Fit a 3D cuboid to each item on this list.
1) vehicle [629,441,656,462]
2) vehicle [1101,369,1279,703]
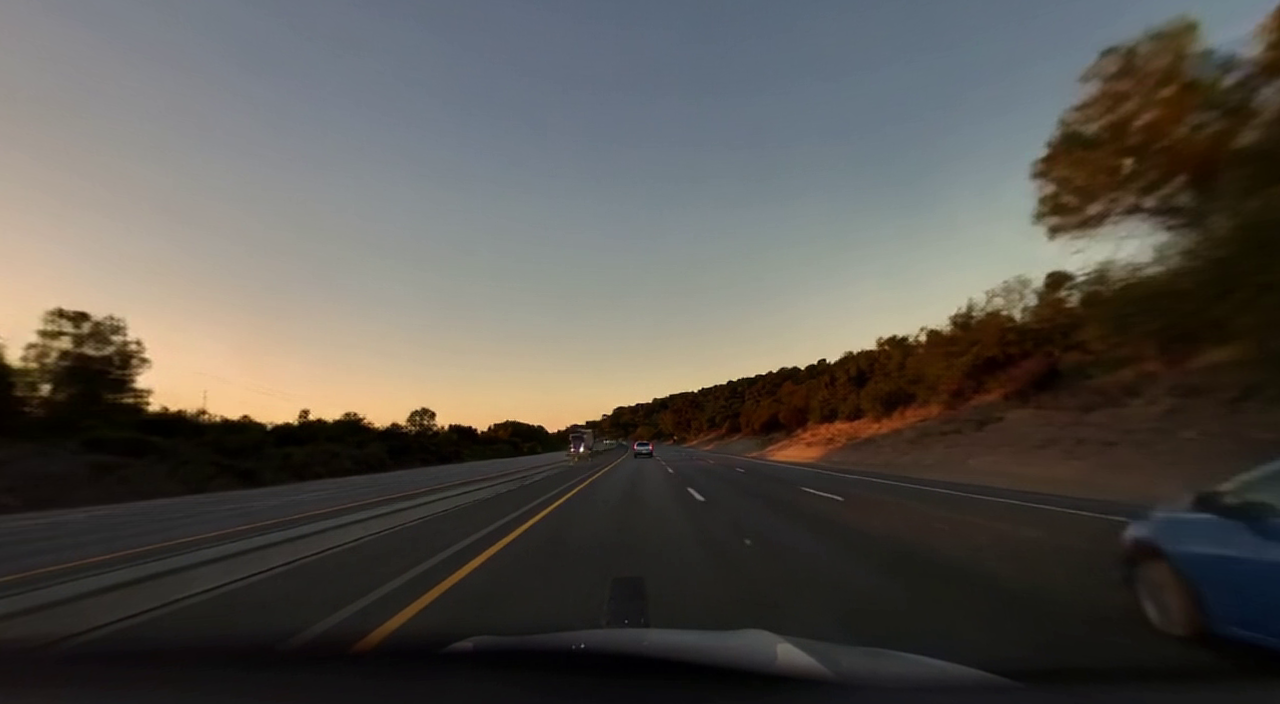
[{"bbox_3d":[0.212,7.546,47.909,2.009,1.554,4.013,0,-8,0],"label":"vehicle"},{"bbox_3d":[3.939,0.743,1.903,2.037,1.609,4.036,0,-8,1],"label":"vehicle"}]
